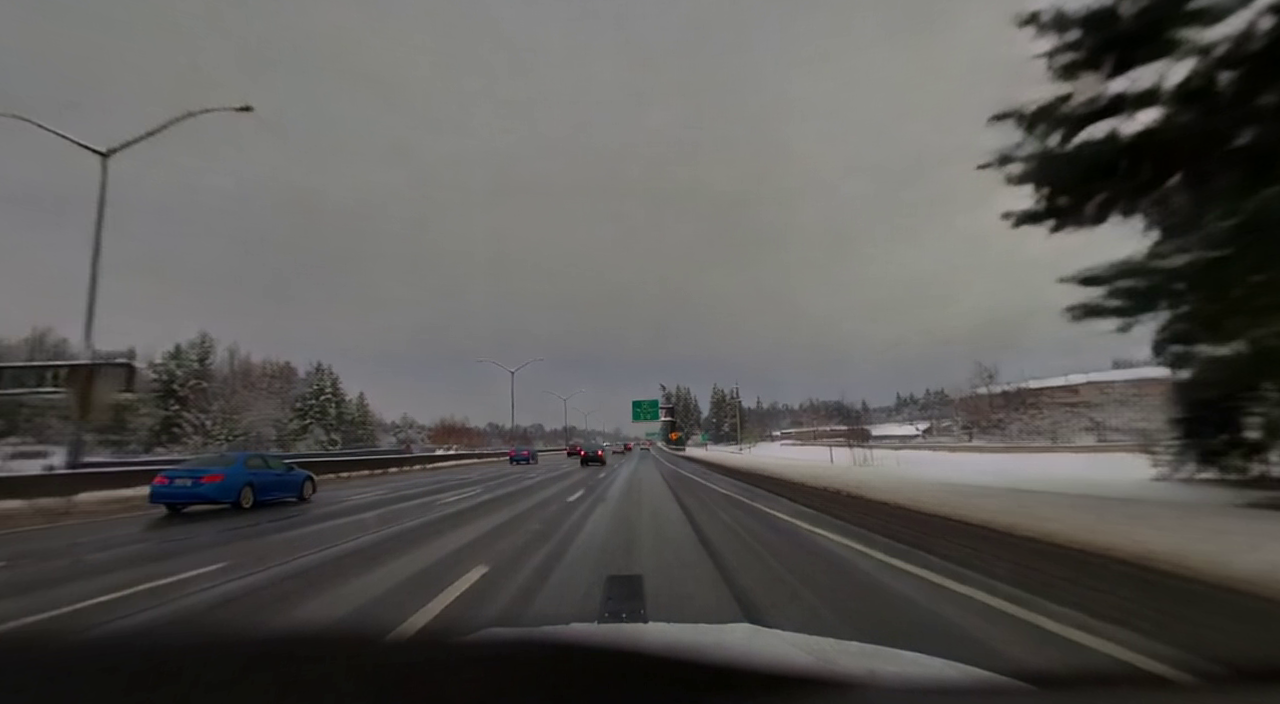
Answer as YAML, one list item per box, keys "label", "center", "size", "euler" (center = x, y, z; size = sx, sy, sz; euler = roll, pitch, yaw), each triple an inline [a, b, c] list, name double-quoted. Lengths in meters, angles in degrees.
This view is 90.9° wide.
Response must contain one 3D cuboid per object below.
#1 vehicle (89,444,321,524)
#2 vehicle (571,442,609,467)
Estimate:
- label: "vehicle"
  center: [-9.894, 2.981, 14.985]
  size: [2.002, 1.526, 4.822]
  euler: [-1, -8, 1]
- label: "vehicle"
  center: [-3.139, 6.543, 40.602]
  size: [2.050, 1.479, 4.342]
  euler: [-1, -8, 1]
